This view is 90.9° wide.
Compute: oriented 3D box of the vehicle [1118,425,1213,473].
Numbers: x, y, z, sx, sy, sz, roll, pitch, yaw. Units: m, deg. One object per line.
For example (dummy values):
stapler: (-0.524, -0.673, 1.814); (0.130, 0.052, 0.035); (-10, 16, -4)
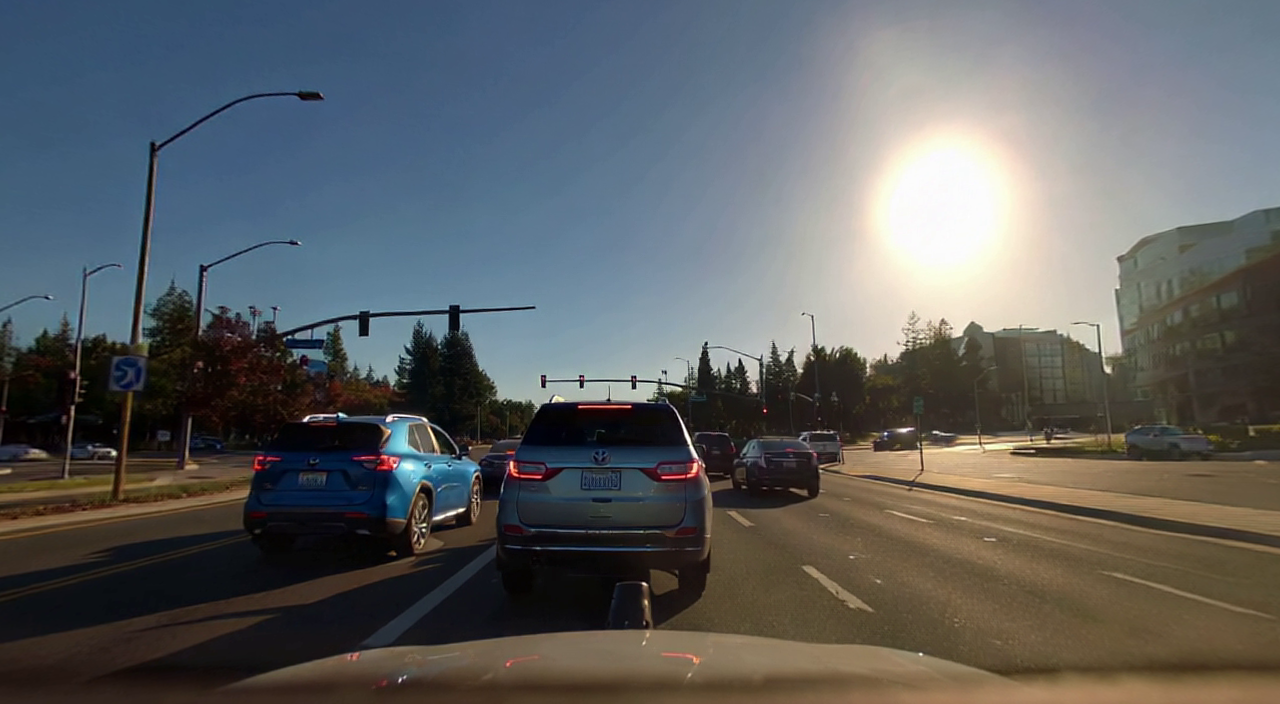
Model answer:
vehicle: (19.257, 3.524, 23.027); (4.215, 1.578, 1.892); (8, -11, -41)

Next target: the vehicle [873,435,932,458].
vehicle: (19.988, 7.198, 47.924); (4.361, 1.653, 2.034); (6, -10, -35)

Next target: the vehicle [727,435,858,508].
vehicle: (3.429, 2.774, 15.130); (2.121, 1.494, 4.208); (0, -8, 0)

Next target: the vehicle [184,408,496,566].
vehicle: (-3.724, 1.775, 9.052); (2.160, 1.666, 4.583); (0, -8, 1)

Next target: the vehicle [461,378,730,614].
vehicle: (-0.340, 1.429, 7.108); (2.064, 1.817, 4.298); (0, -8, 0)
